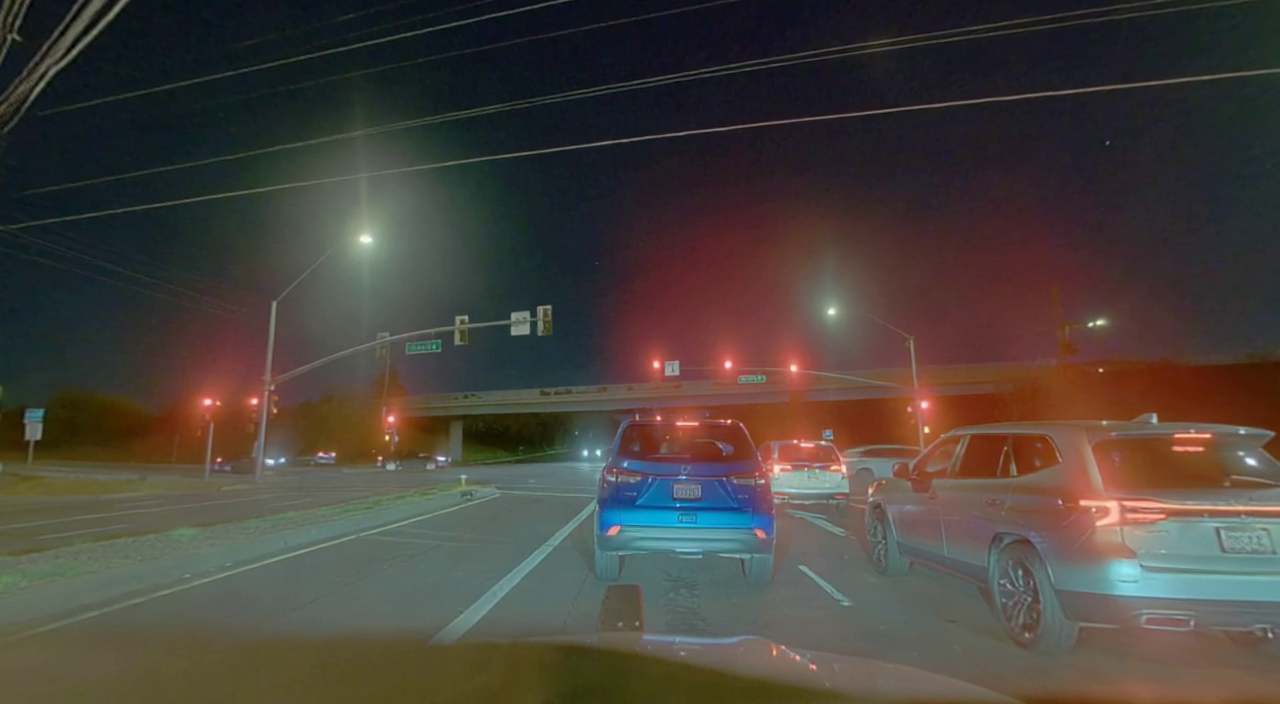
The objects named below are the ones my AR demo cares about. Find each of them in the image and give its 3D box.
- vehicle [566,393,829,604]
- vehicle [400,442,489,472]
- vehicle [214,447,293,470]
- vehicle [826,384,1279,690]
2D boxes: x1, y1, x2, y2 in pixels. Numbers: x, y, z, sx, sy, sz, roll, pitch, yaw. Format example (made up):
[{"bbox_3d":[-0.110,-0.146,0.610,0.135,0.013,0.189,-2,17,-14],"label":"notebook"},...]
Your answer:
[{"bbox_3d":[0.432,1.562,7.625,2.240,1.778,4.335,0,-8,-2],"label":"vehicle"},{"bbox_3d":[-11.951,6.455,38.880,4.673,1.740,2.174,-1,-8,5],"label":"vehicle"},{"bbox_3d":[-25.787,7.091,42.142,4.411,1.466,1.998,-3,-9,18],"label":"vehicle"},{"bbox_3d":[3.401,1.344,5.809,1.990,1.649,4.625,0,-8,0],"label":"vehicle"}]
